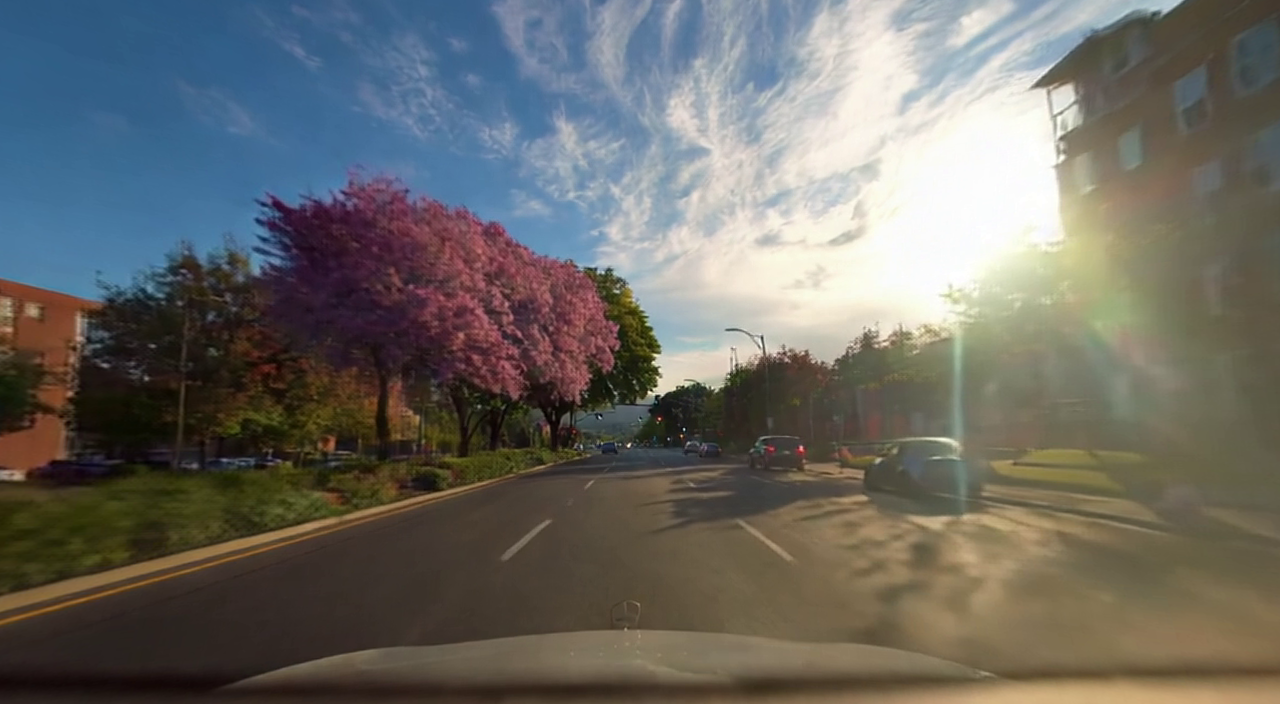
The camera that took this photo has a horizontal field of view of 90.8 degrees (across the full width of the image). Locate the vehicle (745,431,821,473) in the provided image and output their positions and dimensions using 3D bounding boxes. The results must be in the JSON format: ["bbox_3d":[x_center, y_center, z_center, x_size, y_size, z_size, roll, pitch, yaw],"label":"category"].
[{"bbox_3d":[6.976,4.974,31.580,2.450,1.892,5.107,0,-9,-2],"label":"vehicle"}]

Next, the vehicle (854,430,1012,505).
[{"bbox_3d":[7.254,2.899,16.237,1.940,1.647,4.309,0,-9,-1],"label":"vehicle"}]
